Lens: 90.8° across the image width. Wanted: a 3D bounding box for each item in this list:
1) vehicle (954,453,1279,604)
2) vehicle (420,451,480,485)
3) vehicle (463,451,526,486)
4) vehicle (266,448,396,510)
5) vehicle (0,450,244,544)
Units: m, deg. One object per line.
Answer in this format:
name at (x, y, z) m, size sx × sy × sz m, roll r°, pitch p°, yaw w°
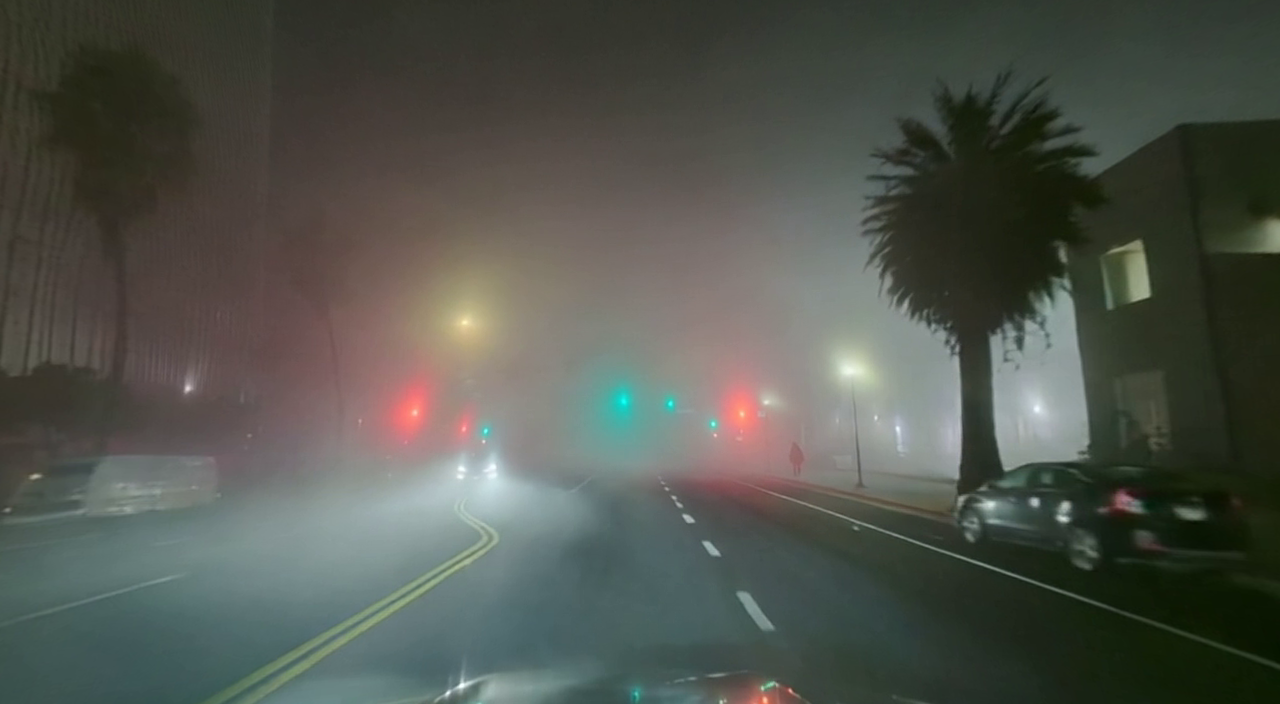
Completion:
vehicle at (5.728, 1.946, 7.783) m, size 1.784 × 1.350 × 3.677 m, roll 0°, pitch -9°, yaw 0°
vehicle at (-10.182, 6.201, 34.152) m, size 1.923 × 1.662 × 4.318 m, roll 0°, pitch -9°, yaw -1°
vehicle at (-6.646, 5.340, 29.266) m, size 1.868 × 1.467 × 4.267 m, roll 0°, pitch -9°, yaw 0°
vehicle at (-9.722, 3.983, 20.331) m, size 1.940 × 1.726 × 4.395 m, roll 0°, pitch -9°, yaw 0°
vehicle at (-13.399, 3.659, 16.809) m, size 2.218 × 1.822 × 5.605 m, roll -6°, pitch -9°, yaw -1°
